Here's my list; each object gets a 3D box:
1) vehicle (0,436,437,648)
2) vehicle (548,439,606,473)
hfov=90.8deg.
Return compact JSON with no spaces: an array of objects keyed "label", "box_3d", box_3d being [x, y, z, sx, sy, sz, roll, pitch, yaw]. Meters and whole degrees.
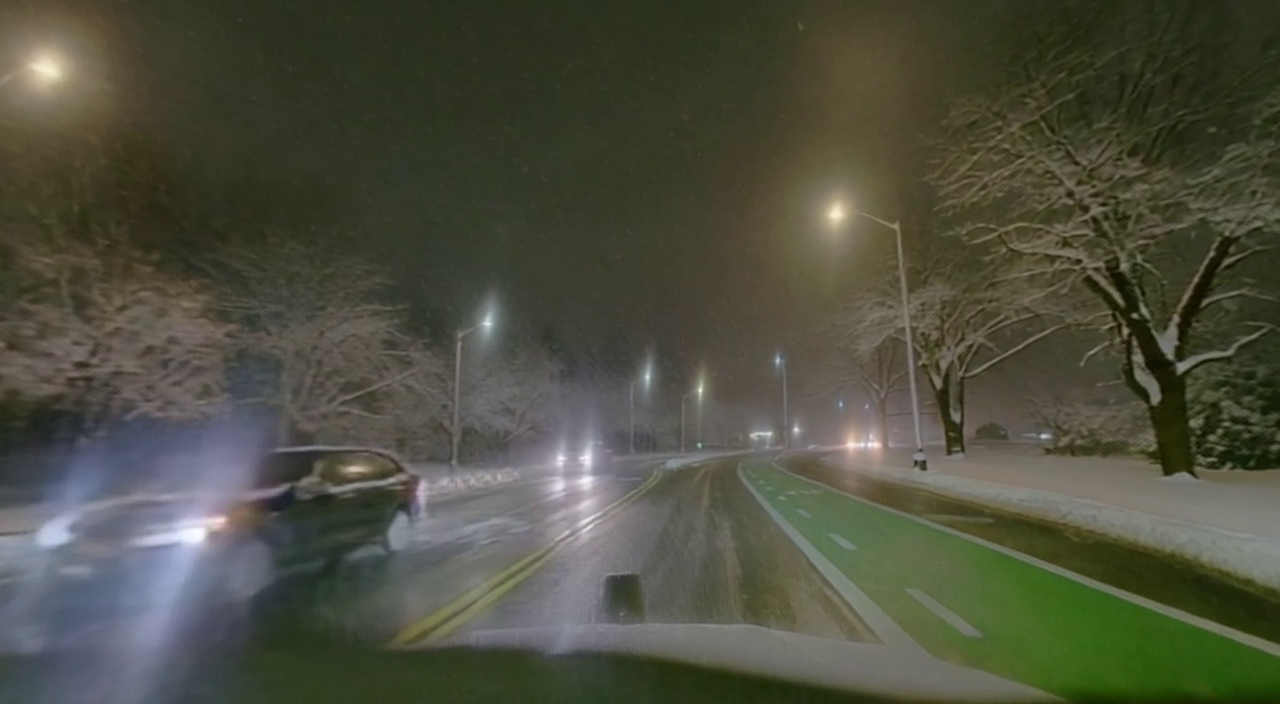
[{"label":"vehicle","box_3d":[-4.121,1.684,6.835,2.071,1.456,4.663,-1,-8,3]},{"label":"vehicle","box_3d":[-3.447,5.792,35.393,2.065,1.744,4.566,-2,-9,10]}]
